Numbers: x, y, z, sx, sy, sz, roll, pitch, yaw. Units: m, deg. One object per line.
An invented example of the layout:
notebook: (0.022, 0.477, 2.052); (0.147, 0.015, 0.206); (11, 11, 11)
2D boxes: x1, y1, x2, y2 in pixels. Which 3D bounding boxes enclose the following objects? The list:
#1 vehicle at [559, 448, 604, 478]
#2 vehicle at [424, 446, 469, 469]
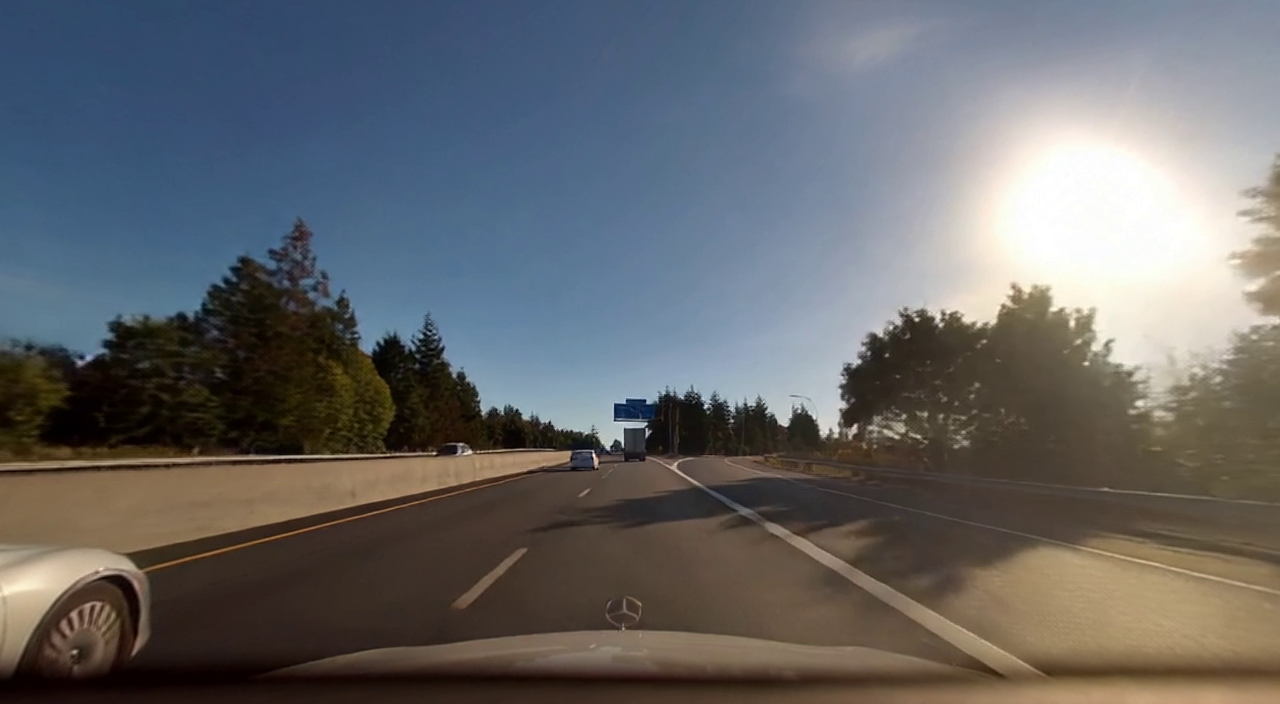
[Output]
vehicle: (-3.201, 6.200, 35.554); (2.184, 1.574, 5.004); (0, -9, -1)
vehicle: (-13.427, 7.335, 44.015); (1.813, 1.455, 4.341); (0, -9, 0)
